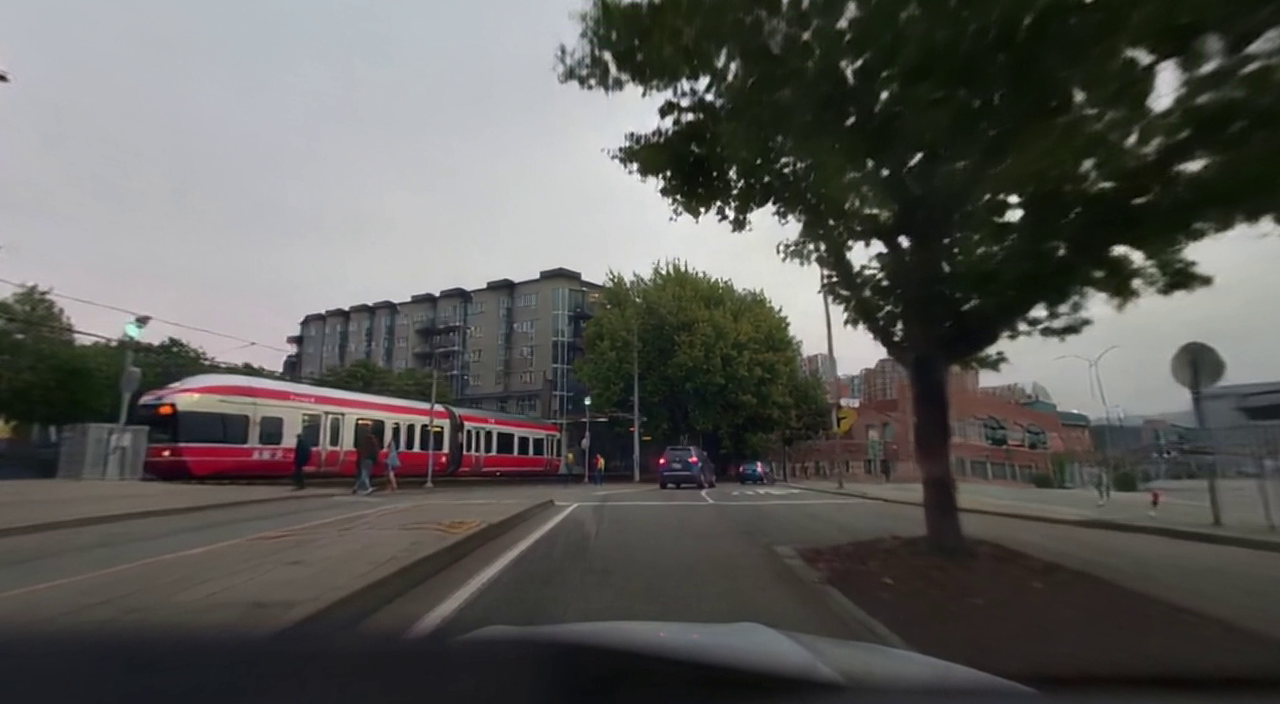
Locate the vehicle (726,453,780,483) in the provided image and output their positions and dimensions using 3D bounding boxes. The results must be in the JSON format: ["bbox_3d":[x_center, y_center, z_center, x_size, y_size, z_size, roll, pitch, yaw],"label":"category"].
[{"bbox_3d":[7.213,7.296,40.079,2.010,1.725,4.320,-5,-10,29],"label":"vehicle"}]

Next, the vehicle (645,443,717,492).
[{"bbox_3d":[1.749,4.575,25.524,2.263,1.765,4.237,-2,-9,12],"label":"vehicle"}]
